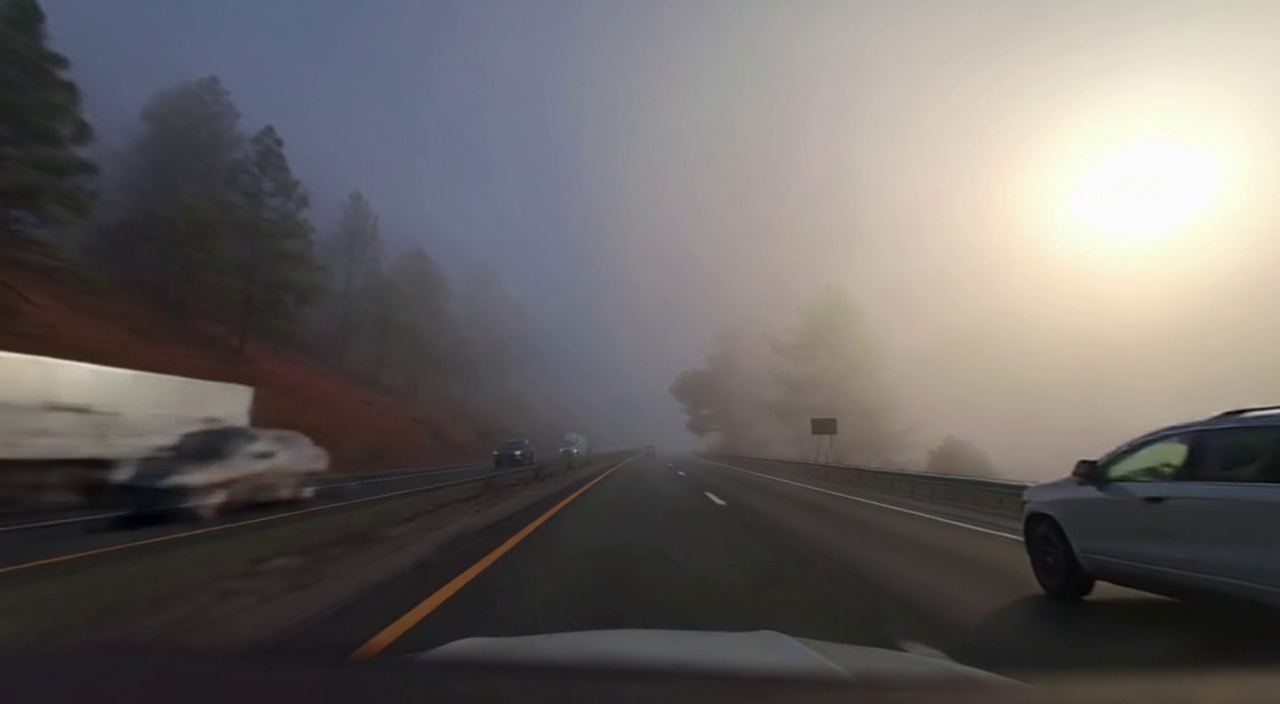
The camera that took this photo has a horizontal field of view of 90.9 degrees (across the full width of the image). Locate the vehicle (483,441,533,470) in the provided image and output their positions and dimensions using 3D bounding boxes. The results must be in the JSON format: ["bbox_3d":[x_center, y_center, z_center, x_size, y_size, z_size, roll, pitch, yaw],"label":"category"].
[{"bbox_3d":[-8.474,6.652,40.846,2.081,1.720,4.709,0,-8,2],"label":"vehicle"}]

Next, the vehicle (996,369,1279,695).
[{"bbox_3d":[4.431,0.971,3.484,2.098,1.703,4.862,0,-8,0],"label":"vehicle"}]

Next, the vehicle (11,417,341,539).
[{"bbox_3d":[-8.702,2.409,12.884,2.289,1.906,5.766,0,-8,1],"label":"vehicle"}]
